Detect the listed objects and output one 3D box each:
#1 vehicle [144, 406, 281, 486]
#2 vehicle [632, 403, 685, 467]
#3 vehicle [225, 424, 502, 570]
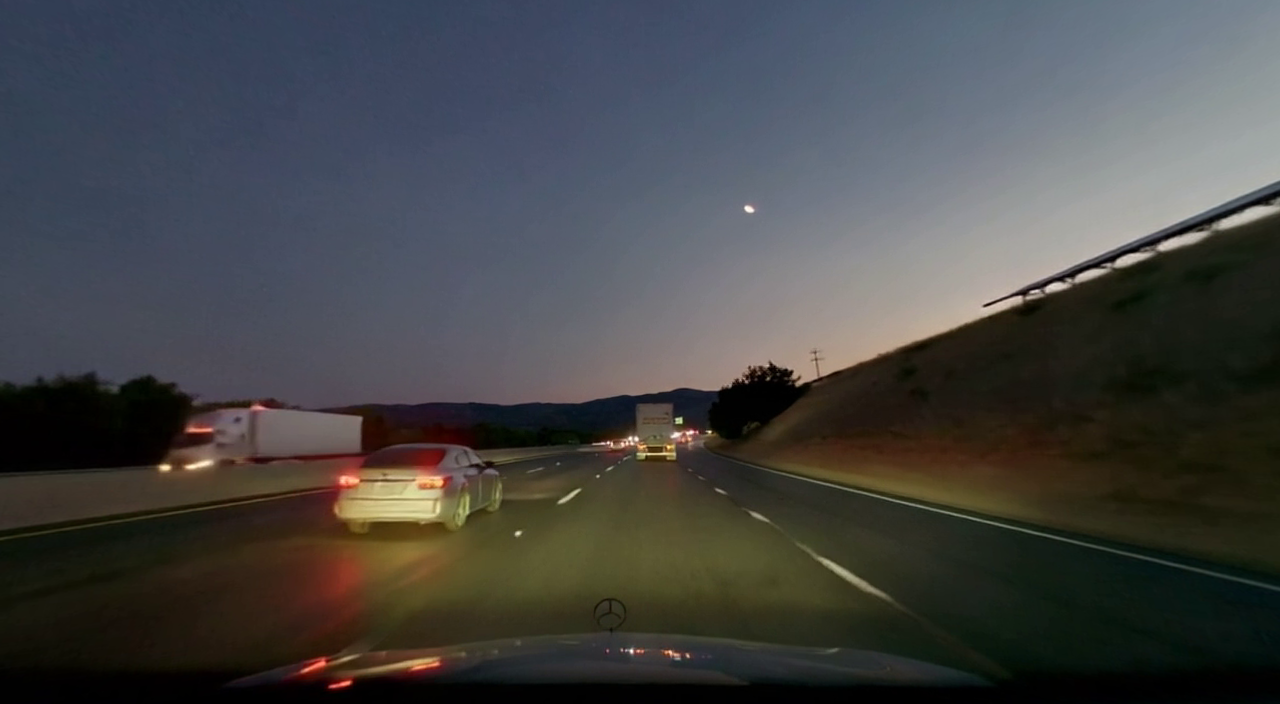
[{"bbox_3d":[-22.683,5.037,33.891,2.926,3.855,6.060,-1,-8,1],"label":"vehicle"},{"bbox_3d":[1.094,5.432,40.764,2.967,3.633,10.015,-1,-8,1],"label":"vehicle"},{"bbox_3d":[-3.542,1.920,9.170,2.066,1.581,4.268,0,-8,0],"label":"vehicle"}]
